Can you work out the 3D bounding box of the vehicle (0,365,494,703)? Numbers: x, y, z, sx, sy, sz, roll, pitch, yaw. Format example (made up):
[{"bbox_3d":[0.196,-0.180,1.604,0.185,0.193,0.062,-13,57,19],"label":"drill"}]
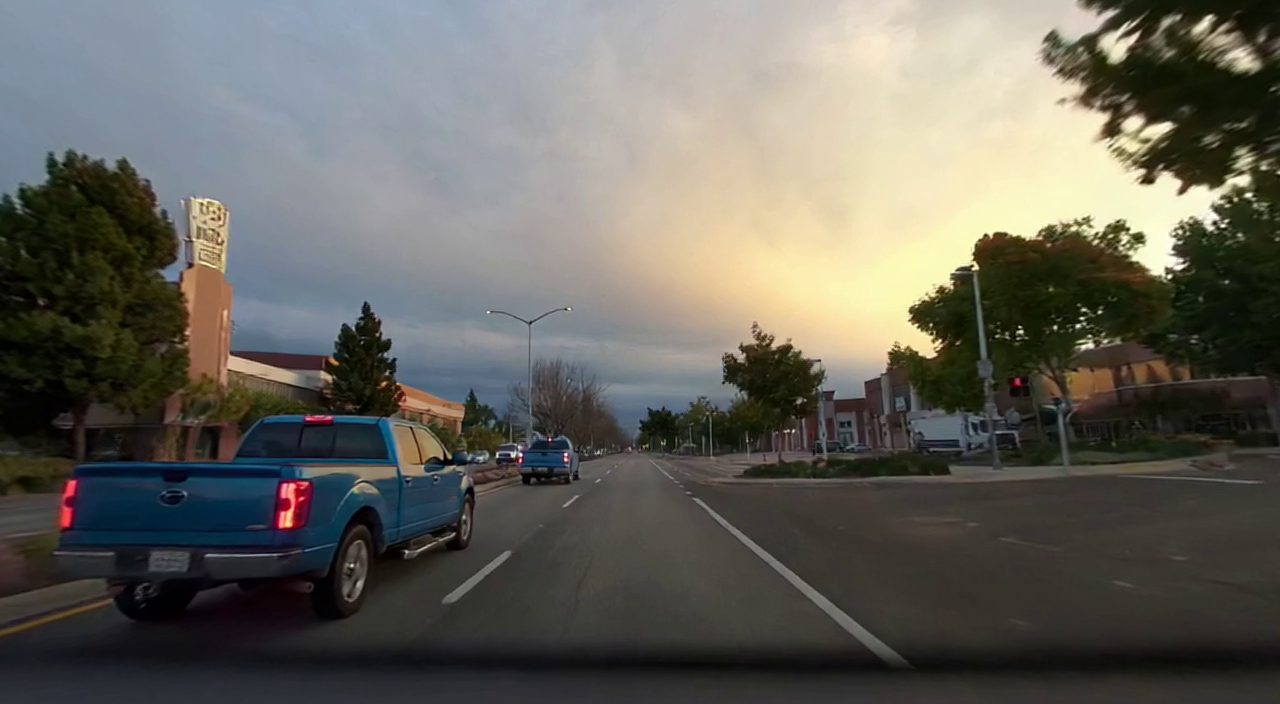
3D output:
[{"bbox_3d":[-3.188,1.355,6.015,2.277,1.801,5.250,0,-9,0],"label":"vehicle"}]

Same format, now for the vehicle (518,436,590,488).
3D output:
[{"bbox_3d":[-3.267,4.291,24.951,2.065,1.790,5.417,0,-9,0],"label":"vehicle"}]
